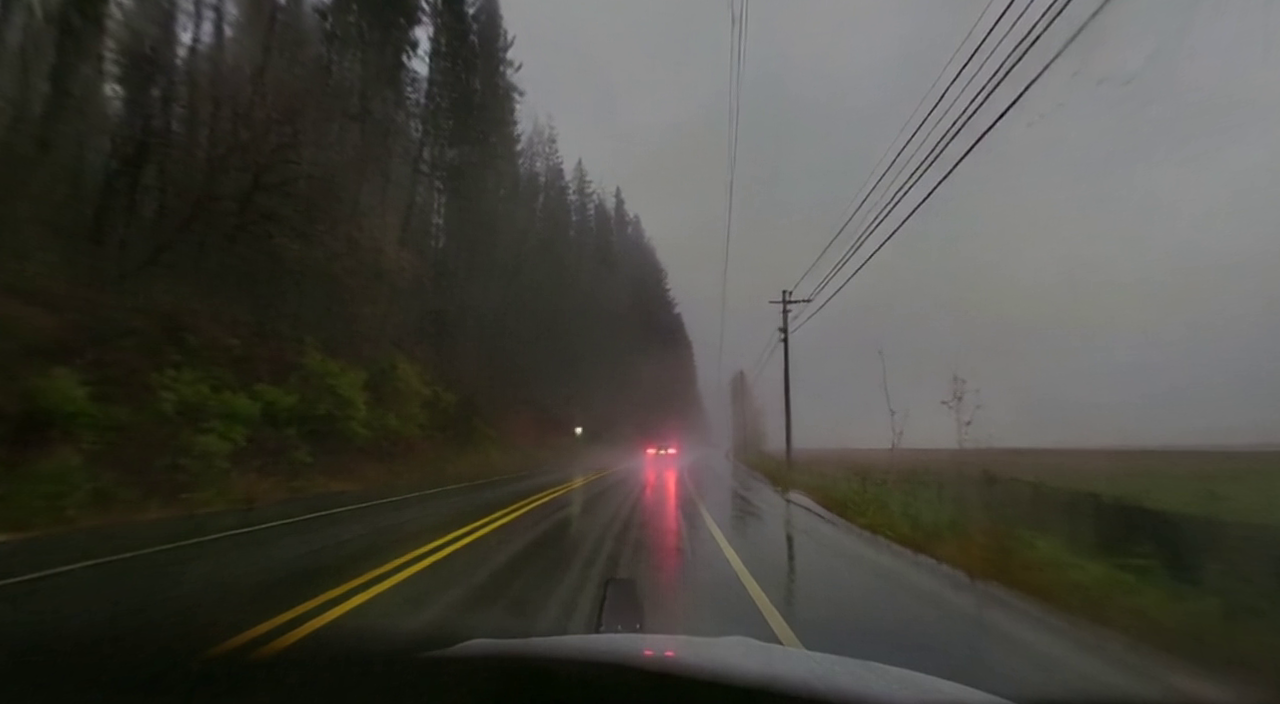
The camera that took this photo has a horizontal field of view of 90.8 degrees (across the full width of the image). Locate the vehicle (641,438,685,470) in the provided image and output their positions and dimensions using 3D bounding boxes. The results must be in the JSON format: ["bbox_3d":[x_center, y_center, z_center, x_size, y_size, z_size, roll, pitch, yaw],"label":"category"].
[{"bbox_3d":[1.246,5.173,32.312,2.059,1.524,3.963,-1,-8,5],"label":"vehicle"}]
